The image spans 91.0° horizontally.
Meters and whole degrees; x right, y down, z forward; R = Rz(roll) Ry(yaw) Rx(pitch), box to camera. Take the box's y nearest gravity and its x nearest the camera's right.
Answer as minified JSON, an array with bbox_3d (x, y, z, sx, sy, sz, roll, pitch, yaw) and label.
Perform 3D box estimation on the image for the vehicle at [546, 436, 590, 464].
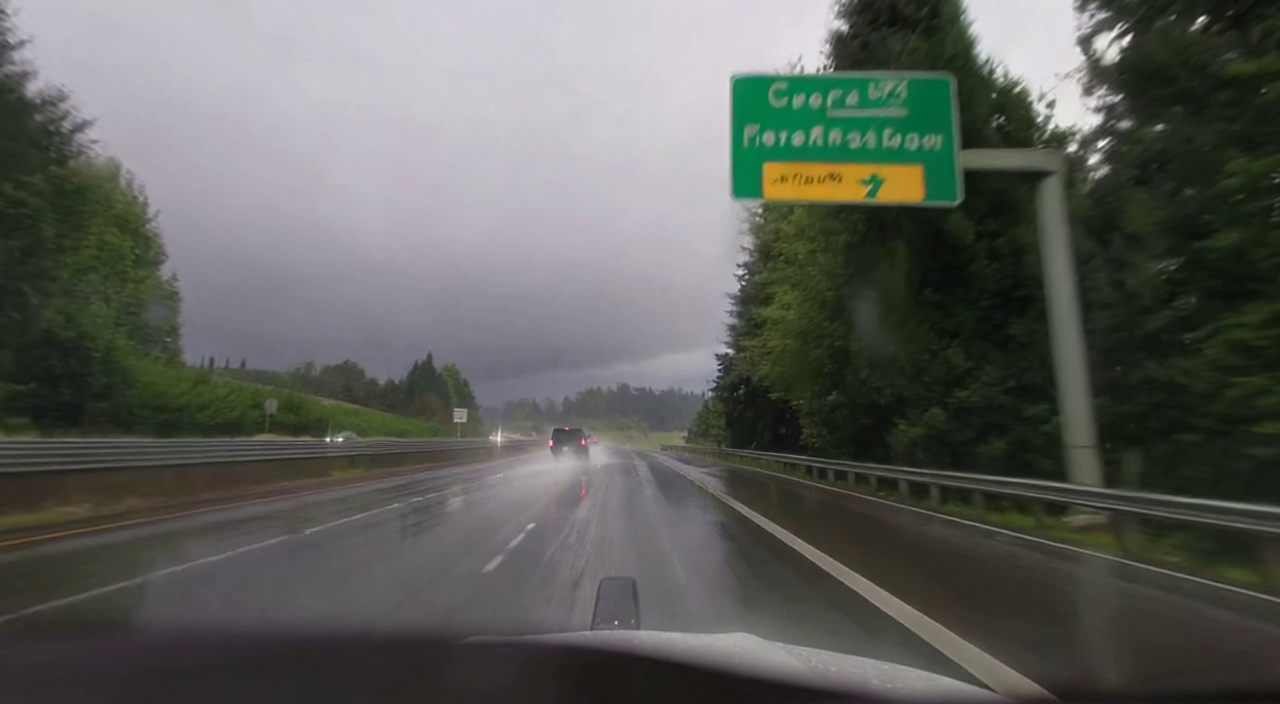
[{"bbox_3d":[-4.400,6.096,39.175,2.217,1.604,4.614,0,-8,-1],"label":"vehicle"}]
